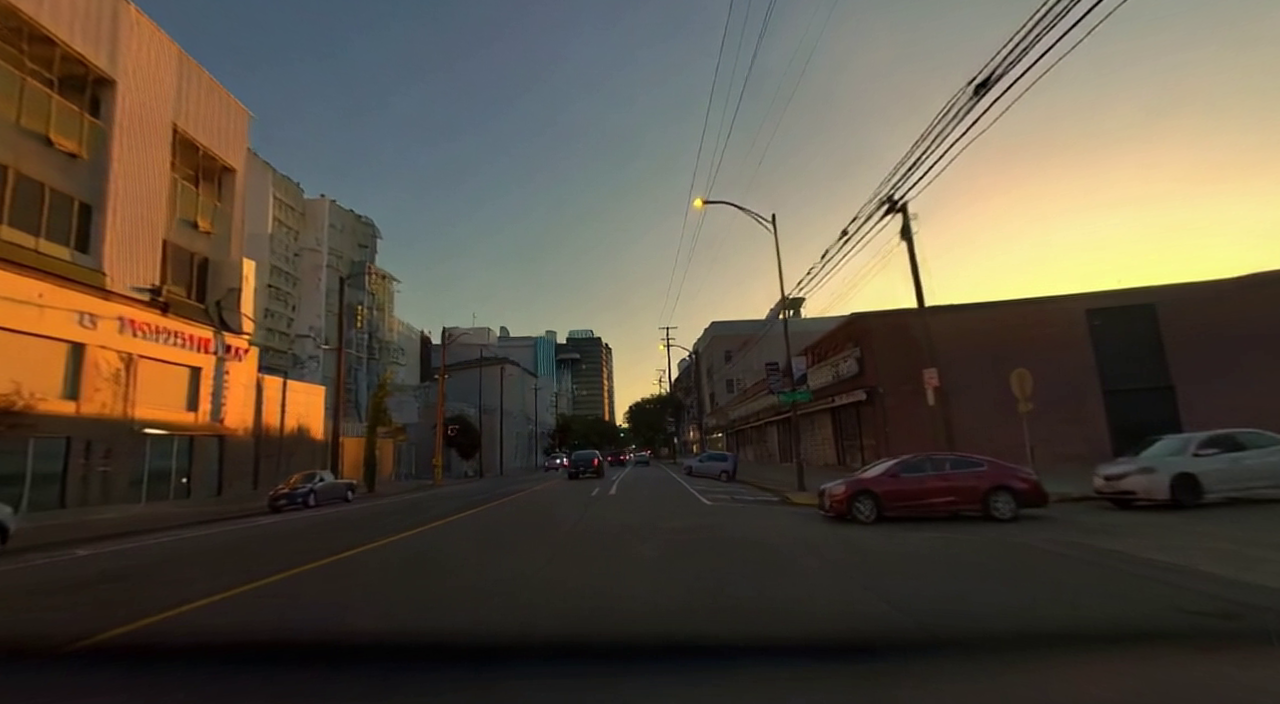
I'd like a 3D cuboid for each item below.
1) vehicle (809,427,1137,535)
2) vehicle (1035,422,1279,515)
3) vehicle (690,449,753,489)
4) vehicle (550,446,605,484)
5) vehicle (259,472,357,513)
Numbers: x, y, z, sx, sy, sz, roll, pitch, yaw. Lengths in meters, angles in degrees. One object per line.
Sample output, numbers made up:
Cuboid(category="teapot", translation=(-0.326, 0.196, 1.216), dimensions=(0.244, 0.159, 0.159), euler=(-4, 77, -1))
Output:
Cuboid(category="vehicle", translation=(5.441, 2.176, 11.038), dimensions=(4.474, 1.632, 2.234), euler=(-1, -9, 6))
Cuboid(category="vehicle", translation=(10.847, 2.195, 12.140), dimensions=(5.034, 1.590, 2.025), euler=(-2, -9, 15))
Cuboid(category="vehicle", translation=(3.425, 5.020, 27.477), dimensions=(2.007, 1.558, 4.464), euler=(0, -9, -2))
Cuboid(category="vehicle", translation=(-3.228, 5.898, 33.454), dimensions=(2.348, 1.831, 4.737), euler=(0, -9, 1))
Cuboid(category="vehicle", translation=(-15.535, 6.576, 29.911), dimensions=(2.073, 1.492, 4.687), euler=(-1, -8, 1))
